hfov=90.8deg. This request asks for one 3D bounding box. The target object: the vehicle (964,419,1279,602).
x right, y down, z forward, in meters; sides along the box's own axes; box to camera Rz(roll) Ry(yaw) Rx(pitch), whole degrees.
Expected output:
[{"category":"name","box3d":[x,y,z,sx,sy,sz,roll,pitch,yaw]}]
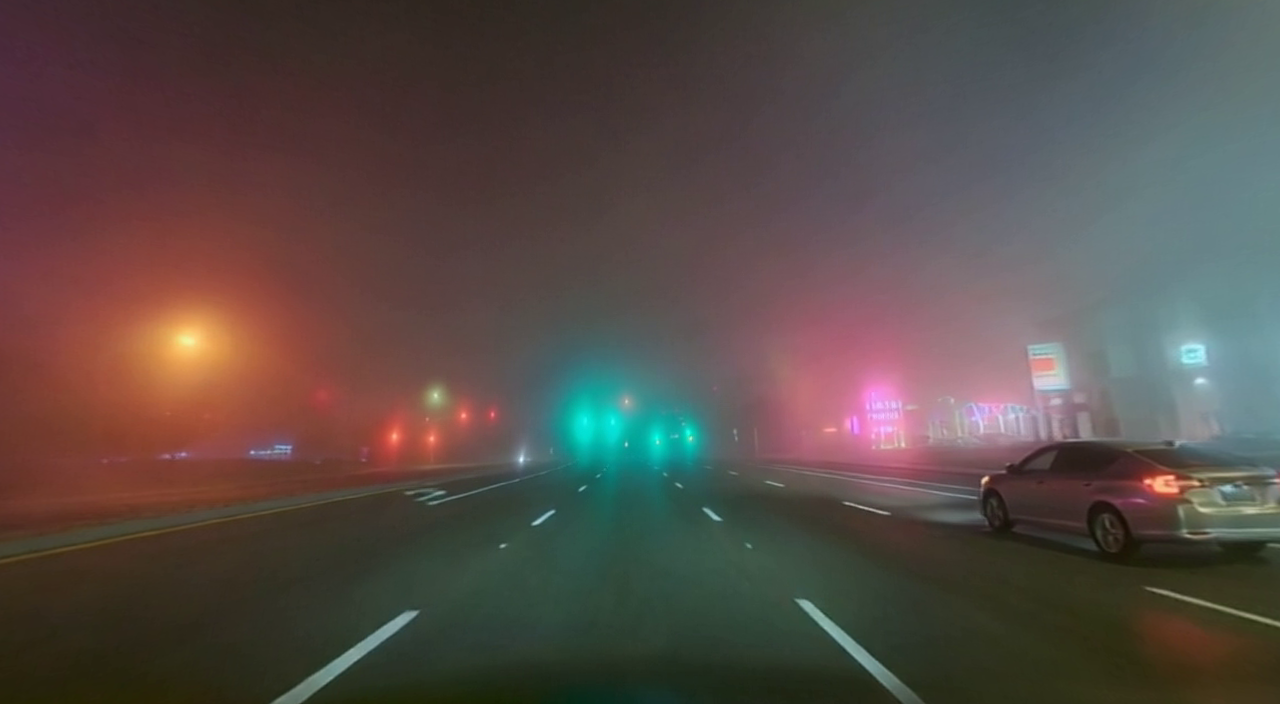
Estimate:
[{"category":"vehicle","box3d":[6.137,1.639,7.550,2.070,1.491,4.575,0,-8,0]}]
